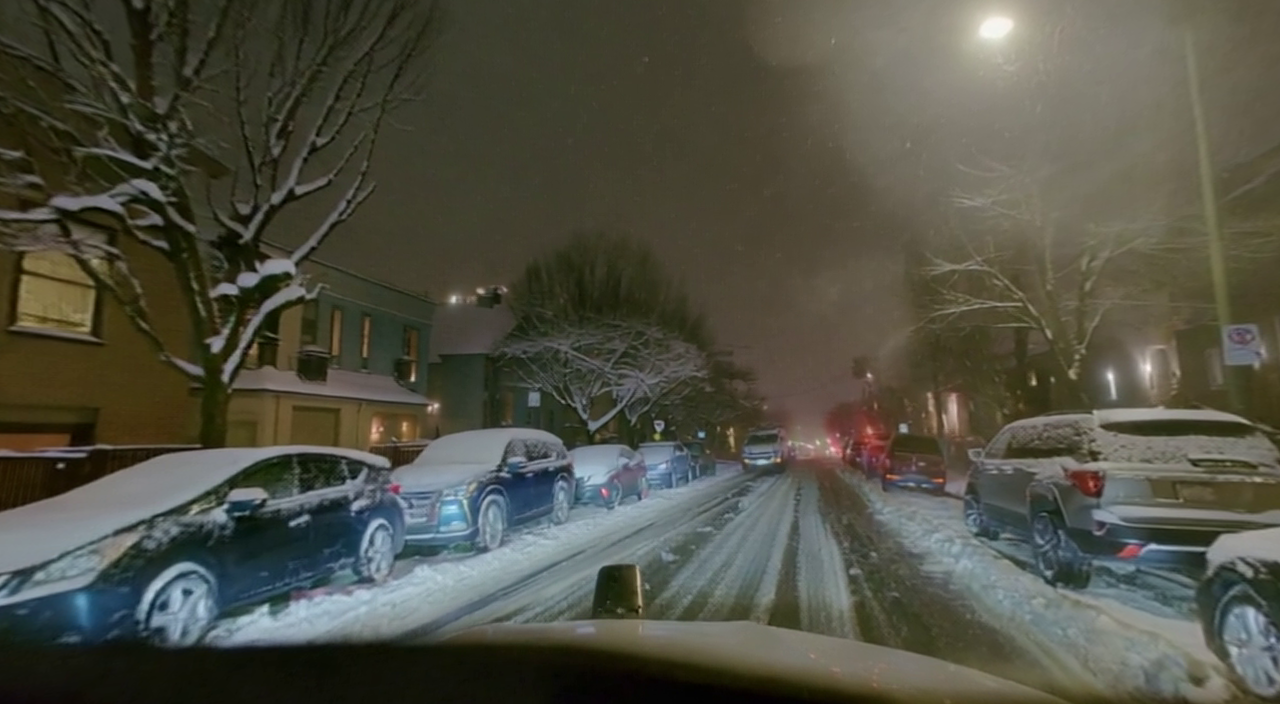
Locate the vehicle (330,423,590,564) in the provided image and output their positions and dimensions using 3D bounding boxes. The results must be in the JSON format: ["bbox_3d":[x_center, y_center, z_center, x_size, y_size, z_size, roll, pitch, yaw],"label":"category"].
[{"bbox_3d":[-2.644,2.239,10.941,2.203,1.815,4.972,-2,-9,12],"label":"vehicle"}]

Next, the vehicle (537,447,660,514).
[{"bbox_3d":[-0.903,3.311,16.957,1.861,1.474,4.749,-2,-9,15],"label":"vehicle"}]

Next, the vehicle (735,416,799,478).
[{"bbox_3d":[6.871,5.019,33.511,2.716,2.887,6.781,-2,-8,16],"label":"vehicle"}]

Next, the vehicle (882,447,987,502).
[{"bbox_3d":[8.804,3.643,19.315,1.813,1.468,4.267,-1,-9,10],"label":"vehicle"}]

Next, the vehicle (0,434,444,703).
[{"bbox_3d":[-3.817,1.556,5.801,1.855,1.510,4.406,-2,-9,13],"label":"vehicle"}]

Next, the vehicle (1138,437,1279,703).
[{"bbox_3d":[4.116,1.013,2.145,1.992,1.456,4.610,-2,-9,14],"label":"vehicle"}]

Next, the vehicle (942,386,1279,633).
[{"bbox_3d":[5.320,1.562,7.317,2.182,1.900,4.779,-2,-9,13],"label":"vehicle"}]
